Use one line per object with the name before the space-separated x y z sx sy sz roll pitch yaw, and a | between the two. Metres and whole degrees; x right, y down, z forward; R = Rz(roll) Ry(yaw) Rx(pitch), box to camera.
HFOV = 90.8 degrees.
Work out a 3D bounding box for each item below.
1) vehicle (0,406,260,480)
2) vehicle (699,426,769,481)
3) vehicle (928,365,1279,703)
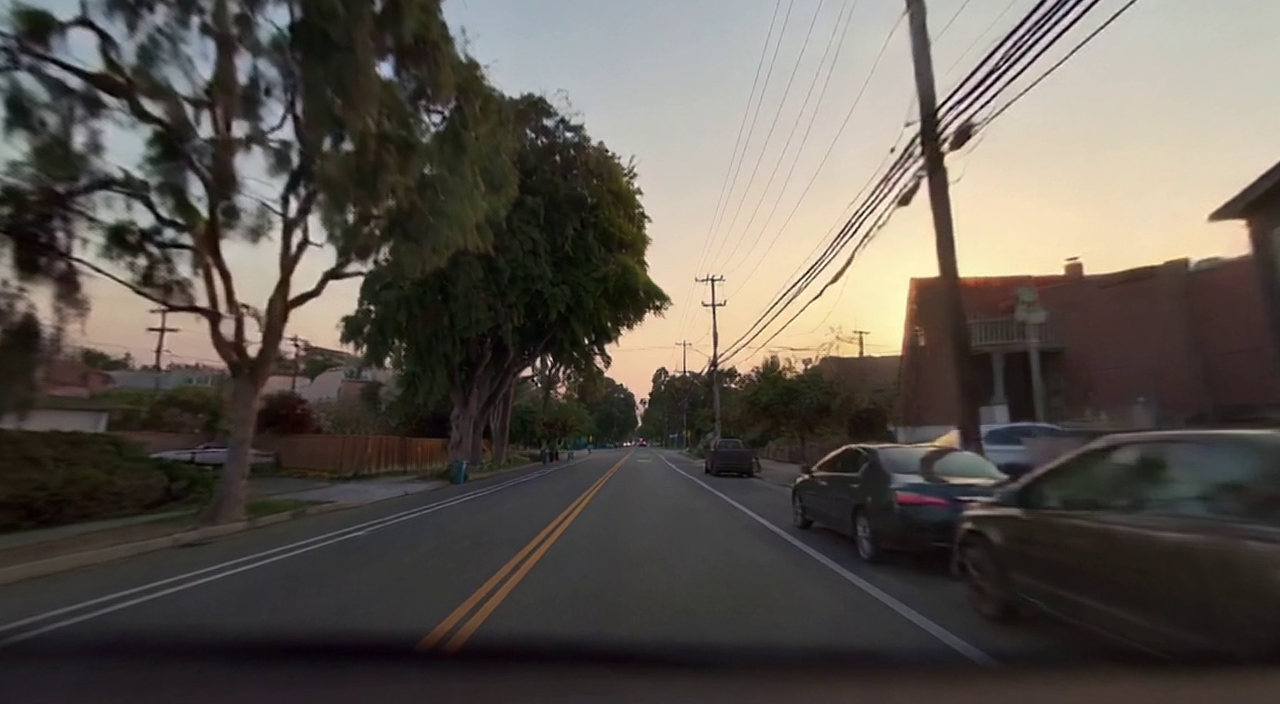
vehicle | -21.366 3.833 27.644 2.970 2.515 10.445 -2 -7 0
vehicle | 3.765 4.170 26.206 2.088 2.019 4.802 0 -8 -1
vehicle | 3.555 0.973 3.127 1.955 1.665 4.818 0 -8 0
